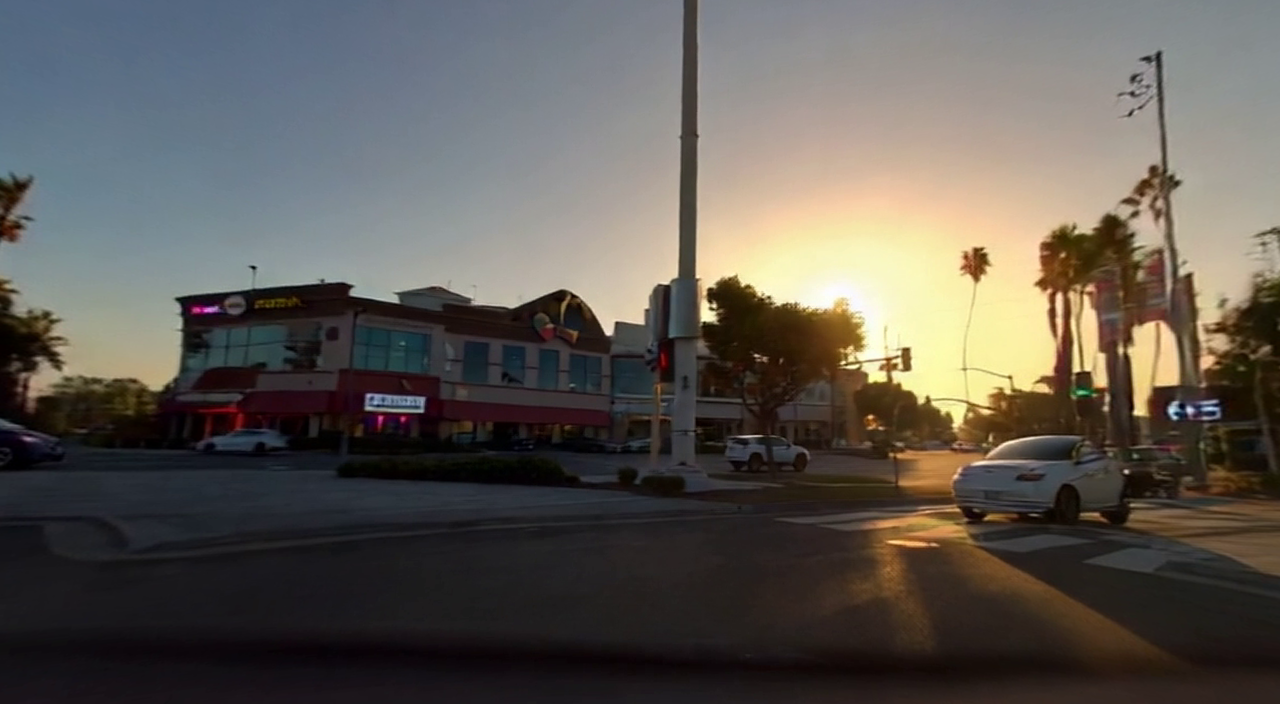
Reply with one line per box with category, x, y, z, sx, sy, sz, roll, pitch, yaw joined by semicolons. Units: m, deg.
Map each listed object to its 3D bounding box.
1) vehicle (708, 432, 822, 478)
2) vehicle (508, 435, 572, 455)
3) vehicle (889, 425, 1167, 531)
vehicle;5.185;4.269;26.290;4.211;1.756;2.158;5;-9;-28
vehicle;-7.498;6.996;47.402;4.411;1.391;1.837;5;-9;-27
vehicle;7.021;2.251;11.927;1.870;1.611;3.978;5;-9;-28
